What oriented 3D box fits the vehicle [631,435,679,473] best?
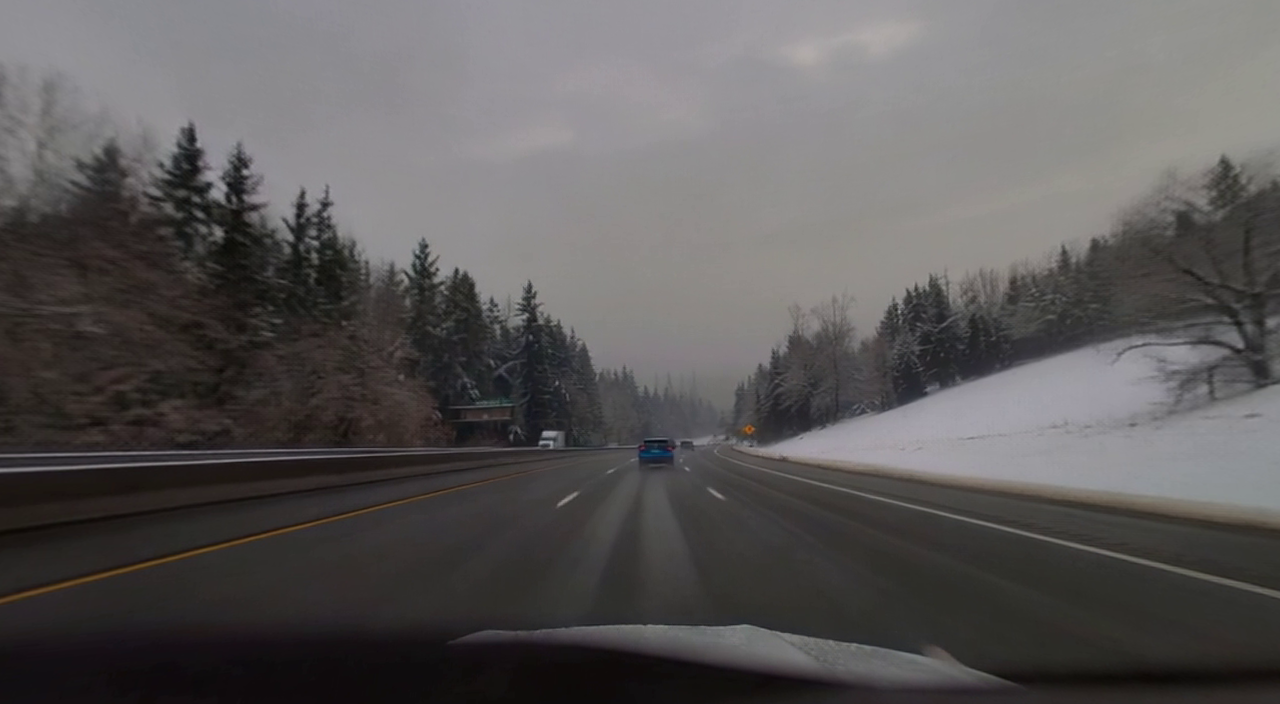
[{"bbox_3d":[0.733,4.854,30.093,2.133,1.686,4.203,-1,-8,2],"label":"vehicle"}]
